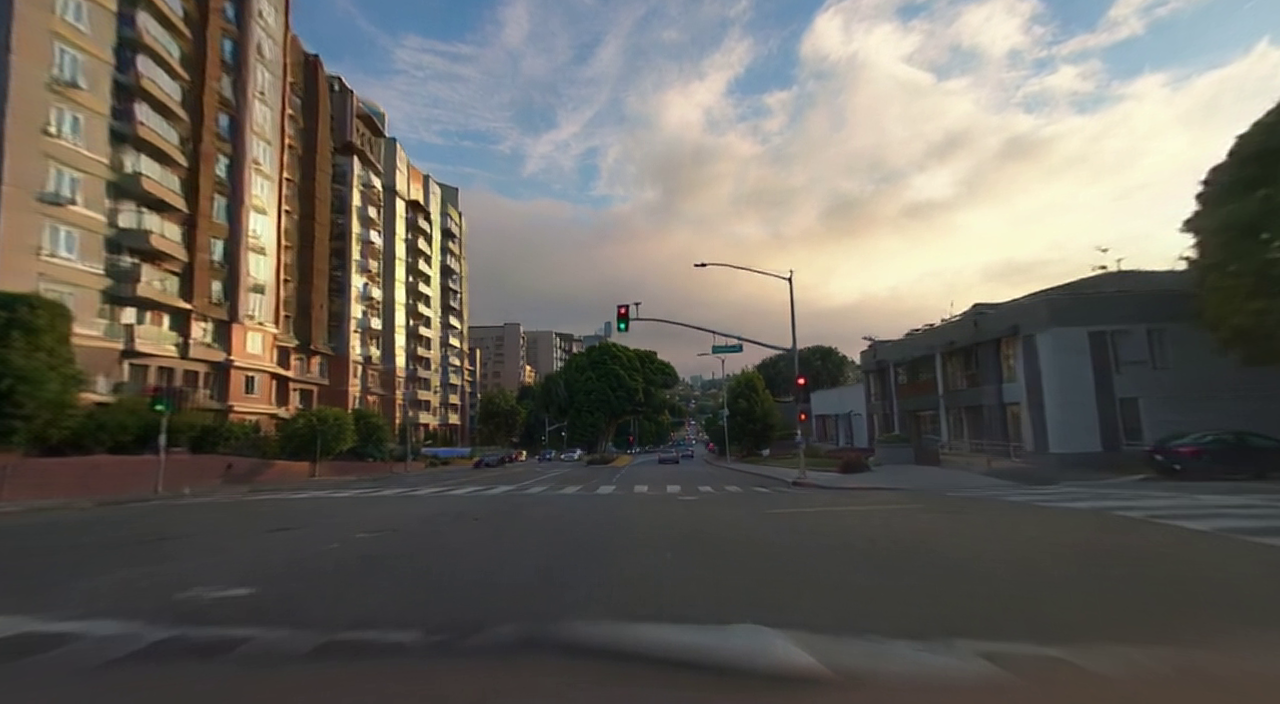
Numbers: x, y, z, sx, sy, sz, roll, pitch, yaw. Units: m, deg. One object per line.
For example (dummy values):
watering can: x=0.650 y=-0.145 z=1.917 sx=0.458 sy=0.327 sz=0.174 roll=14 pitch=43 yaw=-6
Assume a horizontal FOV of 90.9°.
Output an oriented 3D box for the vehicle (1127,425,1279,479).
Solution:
vehicle: x=18.403 y=3.186 z=20.201 sx=4.009 sy=1.620 sz=1.882 roll=0 pitch=-8 yaw=-3

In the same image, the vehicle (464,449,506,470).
vehicle: x=-12.183 y=8.459 z=49.873 sx=1.965 sy=1.474 sz=4.376 roll=-1 pitch=-8 yaw=4
